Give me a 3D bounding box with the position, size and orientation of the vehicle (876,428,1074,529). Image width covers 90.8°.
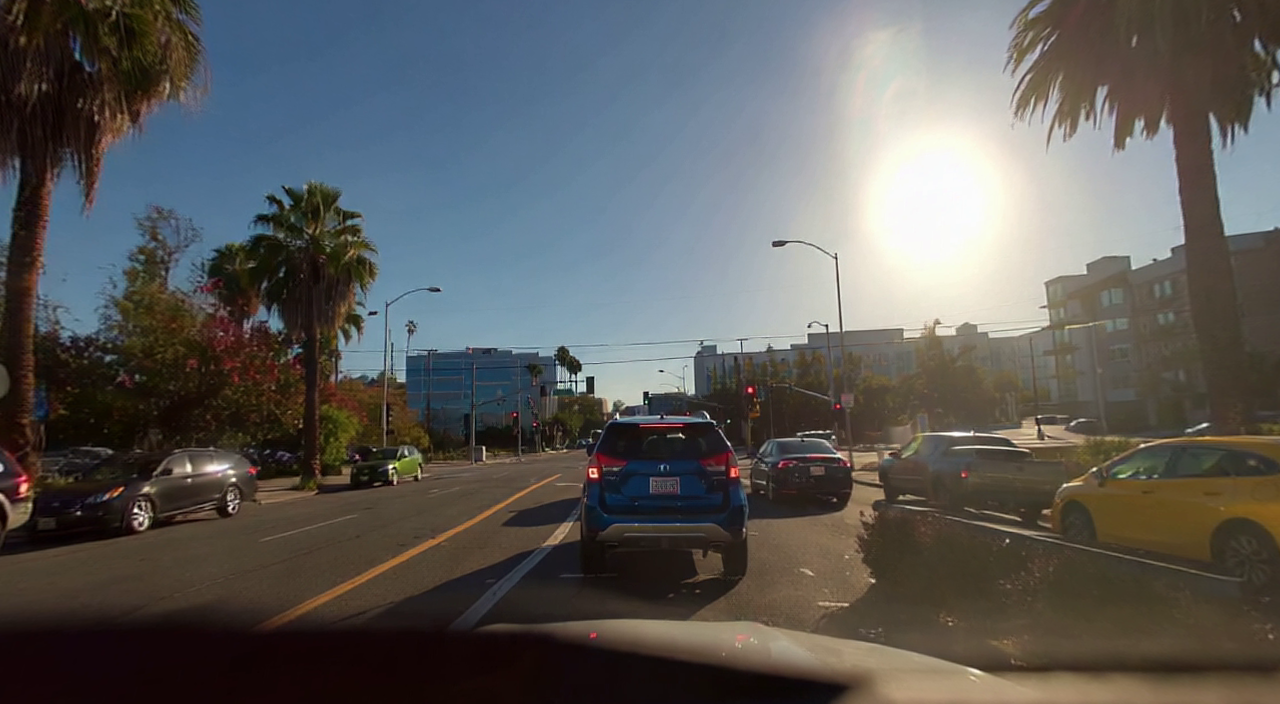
[{"bbox_3d":[6.663,2.523,13.243,1.930,1.736,4.329,-1,-8,3],"label":"vehicle"}]

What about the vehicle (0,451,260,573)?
[{"bbox_3d":[-9.587,2.804,11.874,2.054,1.467,4.595,-3,-5,1],"label":"vehicle"}]

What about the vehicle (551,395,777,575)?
[{"bbox_3d":[0.254,1.656,8.564,2.264,1.798,4.258,0,-8,1],"label":"vehicle"}]

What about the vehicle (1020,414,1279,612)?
[{"bbox_3d":[6.434,1.595,6.937,1.935,1.672,4.139,0,-8,1],"label":"vehicle"}]

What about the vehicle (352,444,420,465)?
[{"bbox_3d":[-18.696,7.506,46.629,1.759,1.457,4.297,-7,-11,37],"label":"vehicle"}]

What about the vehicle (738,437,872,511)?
[{"bbox_3d":[3.721,2.822,15.177,2.021,1.480,4.402,0,-8,0],"label":"vehicle"}]
